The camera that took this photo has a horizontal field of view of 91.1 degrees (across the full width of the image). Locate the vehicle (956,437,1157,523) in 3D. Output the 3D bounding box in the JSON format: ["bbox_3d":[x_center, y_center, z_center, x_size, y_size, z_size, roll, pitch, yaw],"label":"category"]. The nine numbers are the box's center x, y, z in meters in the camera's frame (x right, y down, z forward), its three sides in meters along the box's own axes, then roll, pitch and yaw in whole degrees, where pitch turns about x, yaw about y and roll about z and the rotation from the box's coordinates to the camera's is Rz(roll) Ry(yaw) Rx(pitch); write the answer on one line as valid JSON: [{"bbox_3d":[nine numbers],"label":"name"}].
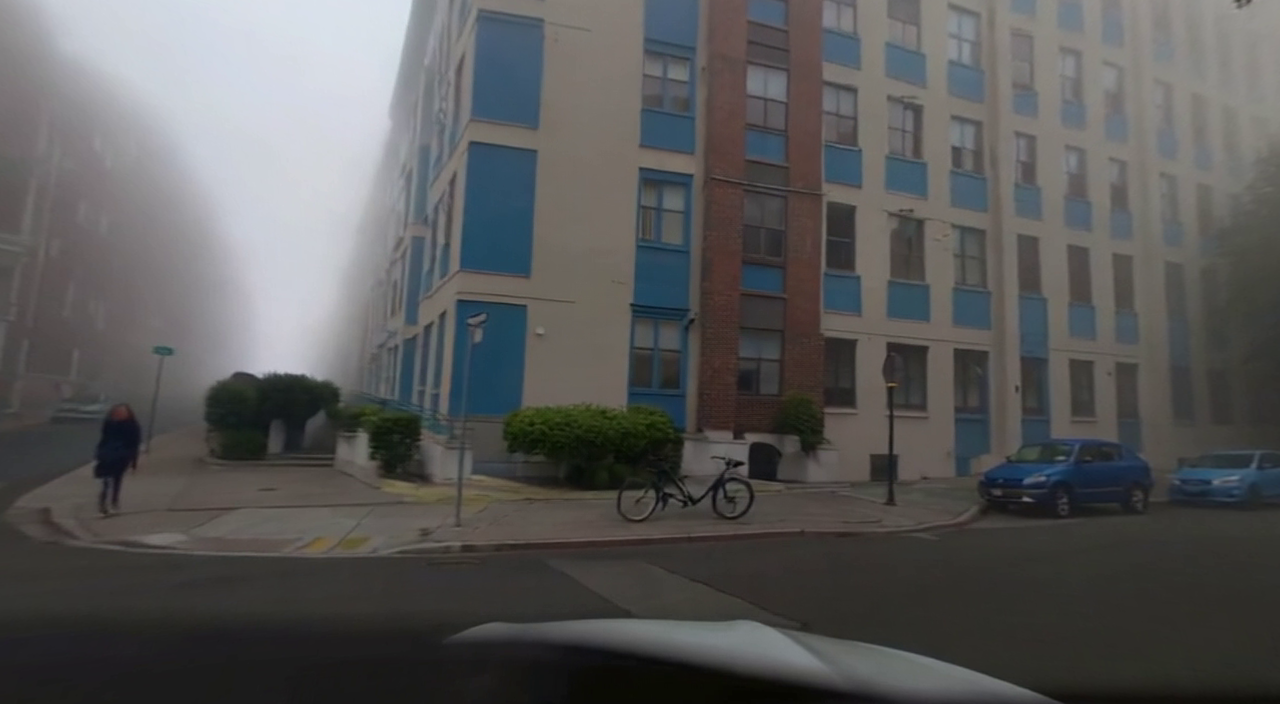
[{"bbox_3d":[8.376,2.476,12.680,3.414,1.519,1.719,3,-8,-24],"label":"vehicle"}]

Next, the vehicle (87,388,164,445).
[{"bbox_3d":[-20.795,2.671,25.448,2.072,2.074,4.358,6,-10,-39],"label":"vehicle"}]

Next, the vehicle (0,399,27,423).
[{"bbox_3d":[-41.716,3.898,41.255,1.777,1.459,3.676,7,-10,-41],"label":"vehicle"}]

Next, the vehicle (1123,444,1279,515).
[{"bbox_3d":[13.767,2.893,14.773,4.294,1.427,1.830,3,-8,-22],"label":"vehicle"}]
